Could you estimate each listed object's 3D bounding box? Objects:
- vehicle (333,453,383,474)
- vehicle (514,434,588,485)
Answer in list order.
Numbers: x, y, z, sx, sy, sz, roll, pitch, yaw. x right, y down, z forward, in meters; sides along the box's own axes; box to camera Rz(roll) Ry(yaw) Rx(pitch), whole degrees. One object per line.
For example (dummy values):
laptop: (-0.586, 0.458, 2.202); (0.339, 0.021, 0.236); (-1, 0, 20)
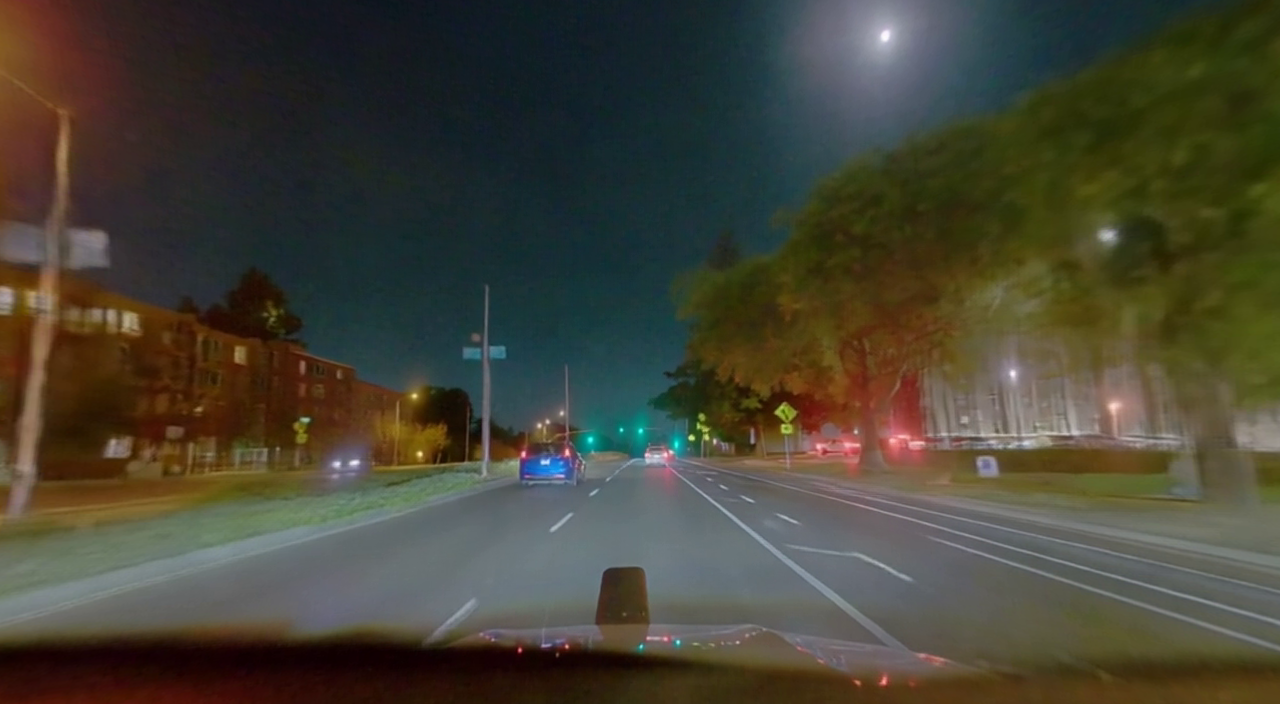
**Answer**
vehicle: (-22.033, 8.701, 49.411); (1.848, 1.498, 4.270); (0, -8, 1)
vehicle: (-3.385, 4.171, 24.845); (2.150, 1.812, 4.423); (0, -8, 1)
